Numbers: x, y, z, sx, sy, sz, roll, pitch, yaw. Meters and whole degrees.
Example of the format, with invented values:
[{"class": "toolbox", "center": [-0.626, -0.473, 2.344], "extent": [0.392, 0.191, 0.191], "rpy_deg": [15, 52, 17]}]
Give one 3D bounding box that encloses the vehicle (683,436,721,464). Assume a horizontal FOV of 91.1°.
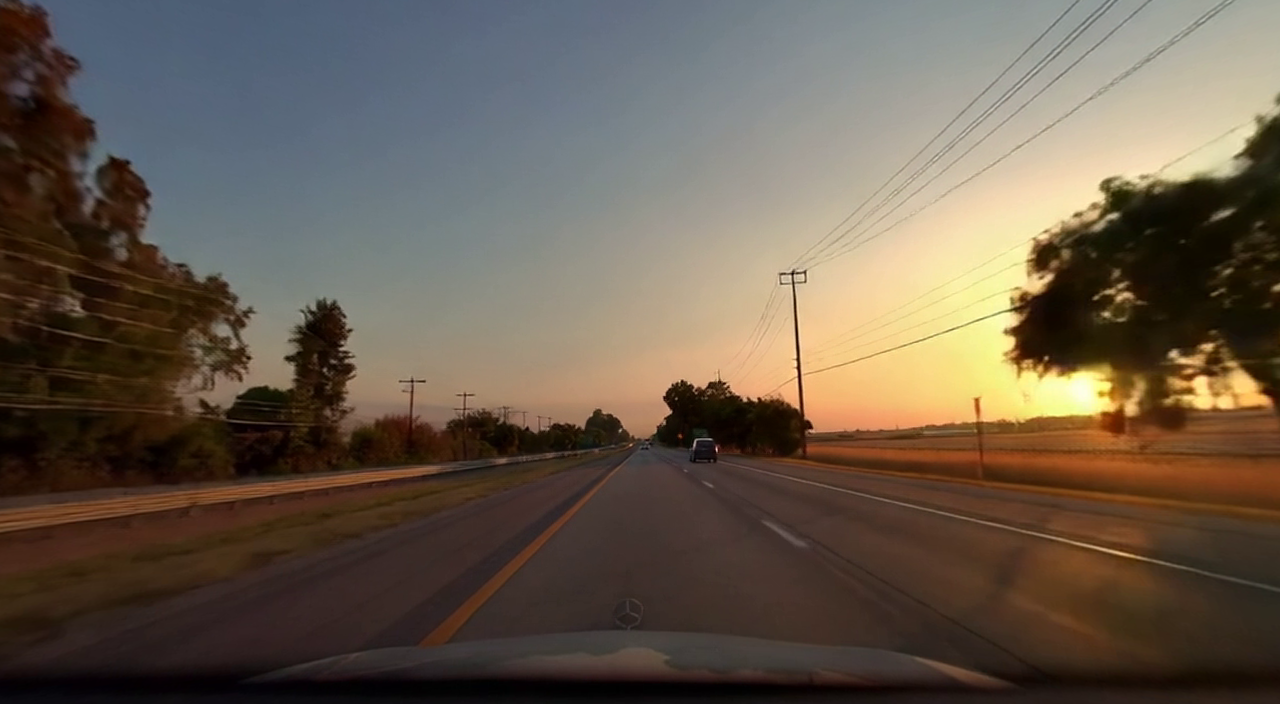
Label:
[{"class": "vehicle", "center": [4.444, 7.145, 45.869], "extent": [2.228, 1.852, 5.449], "rpy_deg": [0, -8, -1]}]
